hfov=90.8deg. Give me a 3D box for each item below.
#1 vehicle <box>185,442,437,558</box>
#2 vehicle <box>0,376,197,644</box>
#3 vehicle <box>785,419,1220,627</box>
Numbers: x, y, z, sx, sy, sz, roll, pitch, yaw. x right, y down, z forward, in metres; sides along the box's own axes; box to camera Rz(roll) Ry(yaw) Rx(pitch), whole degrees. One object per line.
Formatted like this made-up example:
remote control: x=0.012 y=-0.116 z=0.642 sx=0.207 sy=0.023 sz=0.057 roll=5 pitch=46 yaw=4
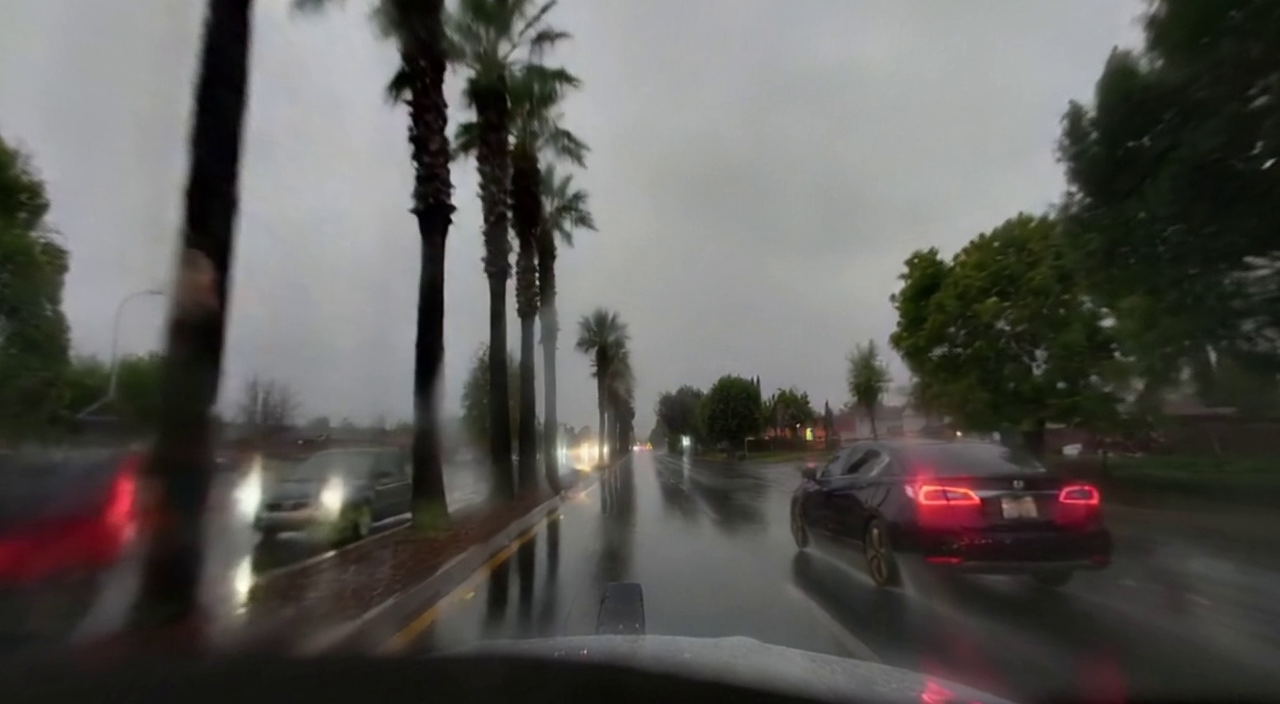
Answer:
vehicle: x=-4.837 y=2.197 z=10.154 sx=1.798 sy=1.441 sz=4.309 roll=0 pitch=-9 yaw=-1
vehicle: x=-5.185 y=0.911 z=3.313 sx=1.917 sy=1.756 sz=5.264 roll=0 pitch=-9 yaw=-1
vehicle: x=3.187 y=1.608 z=6.996 sx=1.989 sy=1.492 sz=4.689 roll=0 pitch=-9 yaw=-1
